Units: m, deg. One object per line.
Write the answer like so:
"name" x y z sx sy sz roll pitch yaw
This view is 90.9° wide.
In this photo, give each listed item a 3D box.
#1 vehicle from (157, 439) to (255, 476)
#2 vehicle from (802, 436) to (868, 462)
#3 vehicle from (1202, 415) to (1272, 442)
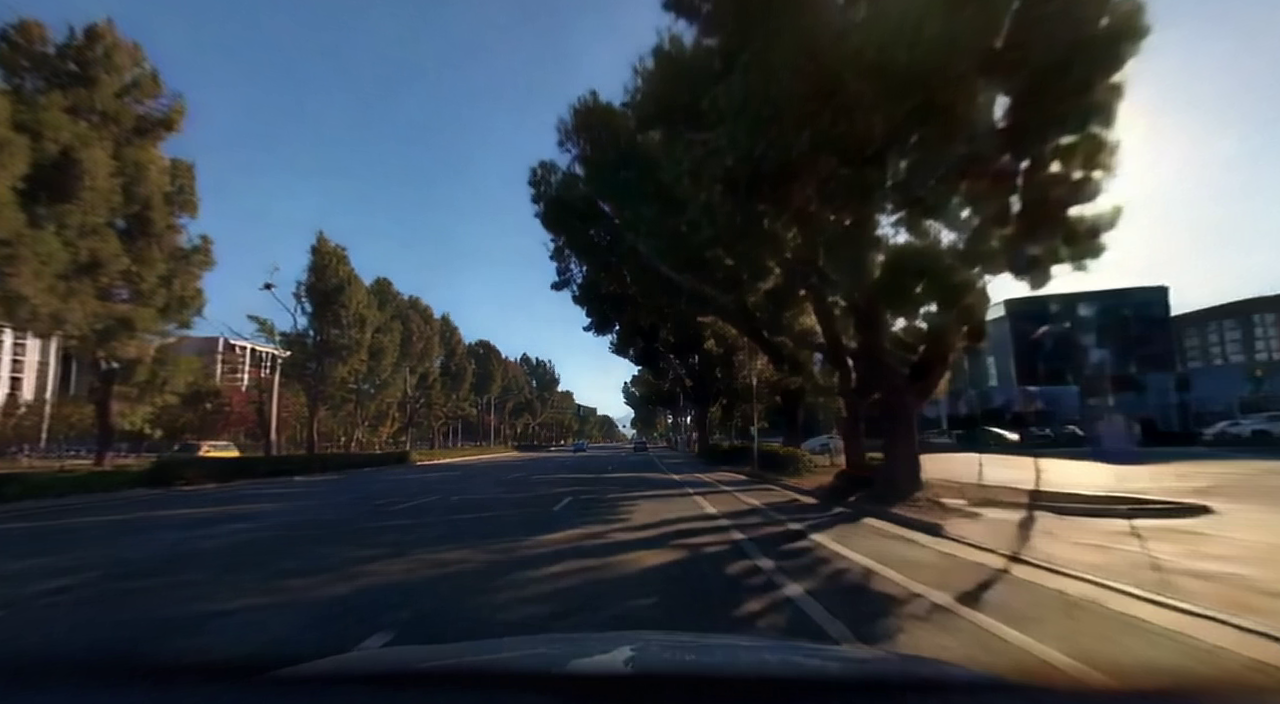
"vehicle" -32.099 7.785 46.993 2.514 2.485 6.584 0 -8 1
"vehicle" 14.947 7.442 48.473 4.388 1.446 1.808 -6 -7 1
"vehicle" 42.610 5.483 45.002 4.477 1.834 2.117 4 -9 -28
